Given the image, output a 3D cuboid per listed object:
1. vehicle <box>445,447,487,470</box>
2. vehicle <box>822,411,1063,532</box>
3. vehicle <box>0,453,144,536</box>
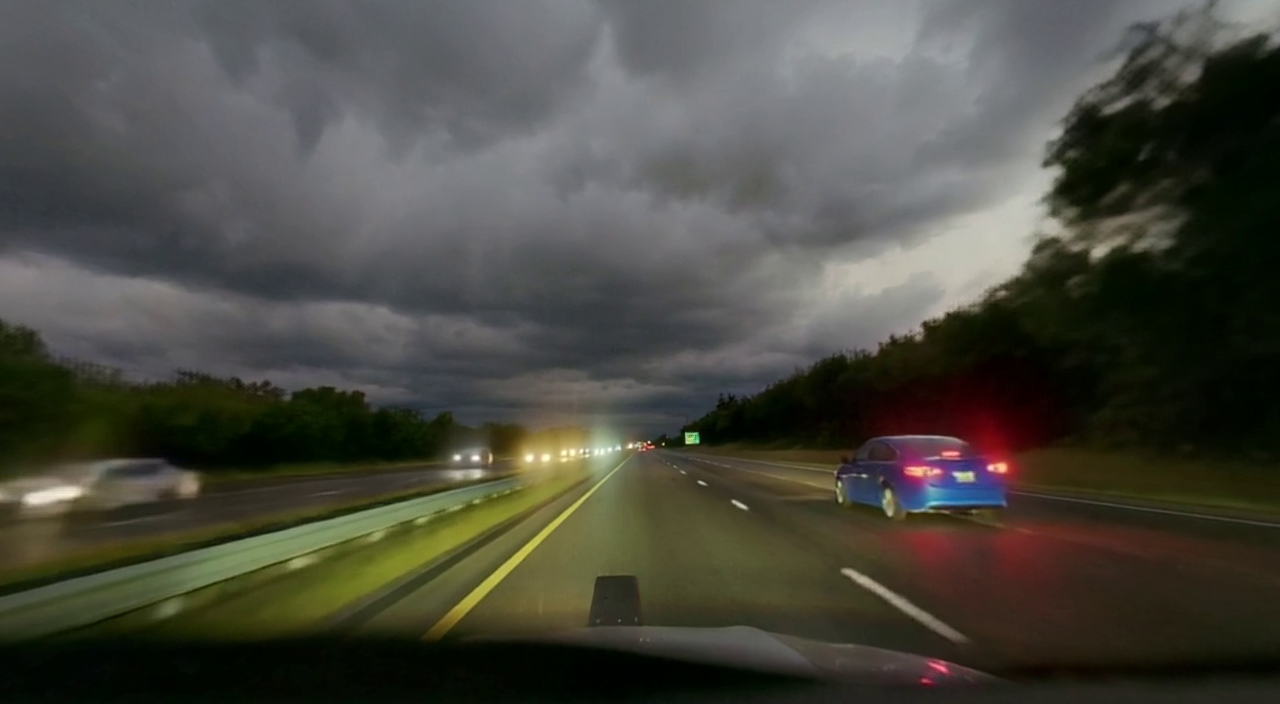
[{"bbox_3d":[-13.263,8.113,48.261,2.024,1.663,4.158,0,-9,0],"label":"vehicle"},{"bbox_3d":[5.200,2.134,11.760,2.117,1.783,4.627,0,-9,-1],"label":"vehicle"},{"bbox_3d":[-12.736,2.798,12.596,1.944,1.474,4.503,0,-9,-1],"label":"vehicle"}]
